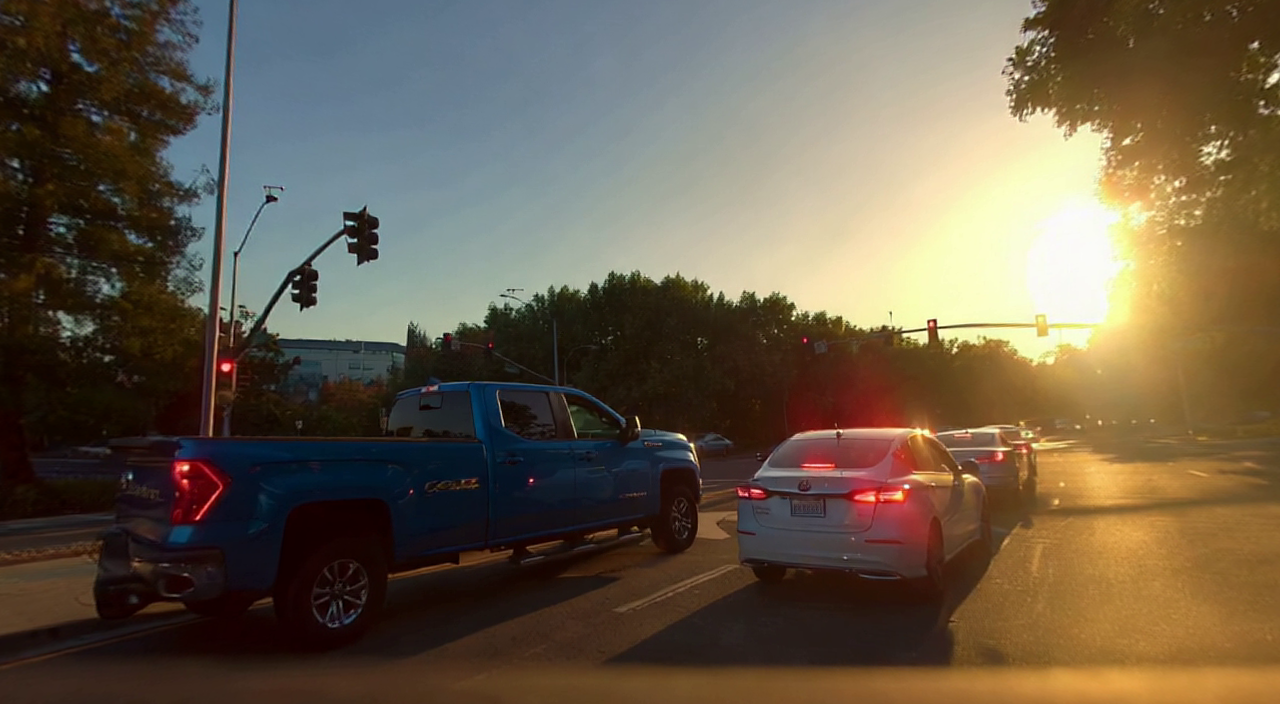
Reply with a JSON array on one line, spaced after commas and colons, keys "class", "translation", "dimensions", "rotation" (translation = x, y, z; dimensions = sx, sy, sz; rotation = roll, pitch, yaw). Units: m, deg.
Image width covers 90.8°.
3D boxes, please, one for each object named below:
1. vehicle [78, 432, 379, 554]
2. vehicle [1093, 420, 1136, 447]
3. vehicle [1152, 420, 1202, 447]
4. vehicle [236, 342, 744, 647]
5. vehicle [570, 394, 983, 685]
[{"class": "vehicle", "translation": [-8.382, 2.800, 13.422], "dimensions": [2.174, 2.057, 4.738], "rotation": [-6, -10, 33]}, {"class": "vehicle", "translation": [32.808, 5.678, 43.712], "dimensions": [2.160, 1.790, 4.303], "rotation": [-6, -10, 35]}, {"class": "vehicle", "translation": [35.774, 5.477, 42.182], "dimensions": [2.183, 1.714, 4.491], "rotation": [-6, -11, 37]}, {"class": "vehicle", "translation": [-0.870, 1.401, 7.471], "dimensions": [2.272, 2.016, 6.146], "rotation": [-5, -10, 27]}, {"class": "vehicle", "translation": [1.717, 1.378, 5.991], "dimensions": [2.027, 1.549, 4.801], "rotation": [-6, -10, 35]}]
